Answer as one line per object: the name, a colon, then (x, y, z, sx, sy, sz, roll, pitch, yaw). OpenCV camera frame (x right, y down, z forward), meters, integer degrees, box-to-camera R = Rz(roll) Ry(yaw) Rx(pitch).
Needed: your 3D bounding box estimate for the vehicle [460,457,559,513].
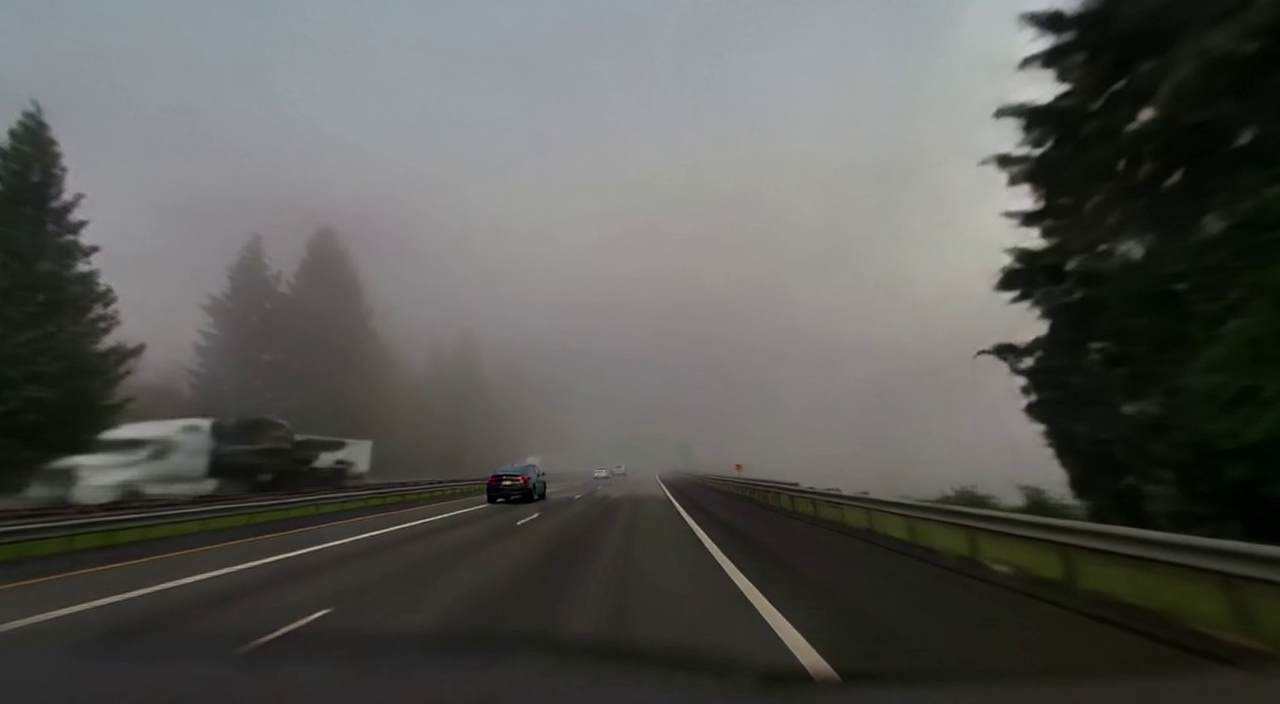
vehicle: (-3.865, 4.069, 19.568, 2.043, 1.486, 4.442, 0, -10, 1)

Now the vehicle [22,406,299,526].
vehicle: (-13.336, 3.336, 18.523, 2.639, 2.823, 6.702, 0, -10, 1)
